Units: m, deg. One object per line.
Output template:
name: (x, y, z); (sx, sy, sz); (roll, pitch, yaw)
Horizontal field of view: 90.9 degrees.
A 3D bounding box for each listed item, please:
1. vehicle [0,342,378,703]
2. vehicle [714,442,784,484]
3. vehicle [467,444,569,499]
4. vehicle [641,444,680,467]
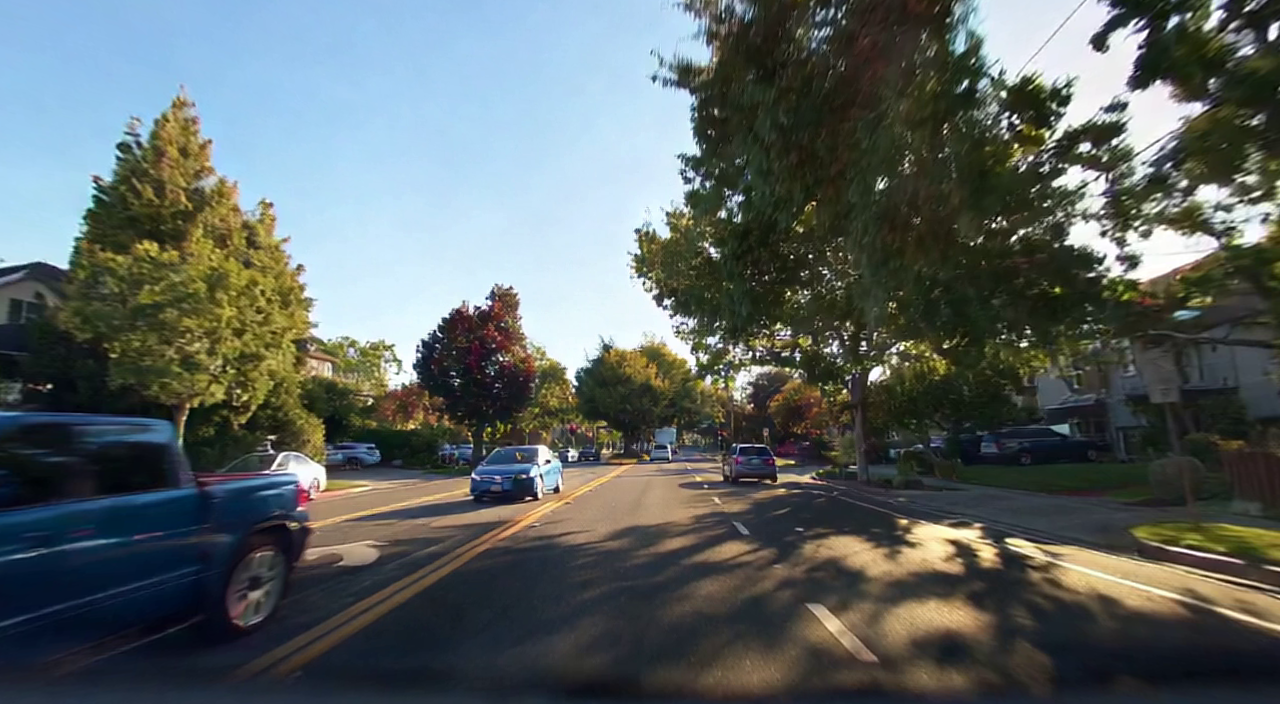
vehicle: (-3.640, 0.986, 3.621); (2.101, 1.721, 4.807); (0, -8, 1)
vehicle: (4.093, 4.235, 24.403); (1.951, 1.479, 4.487); (0, -8, 1)
vehicle: (-3.281, 3.306, 17.911); (1.892, 1.354, 4.476); (0, -8, 2)
vehicle: (1.306, 6.485, 39.643); (2.298, 1.359, 4.081); (0, -8, 2)
